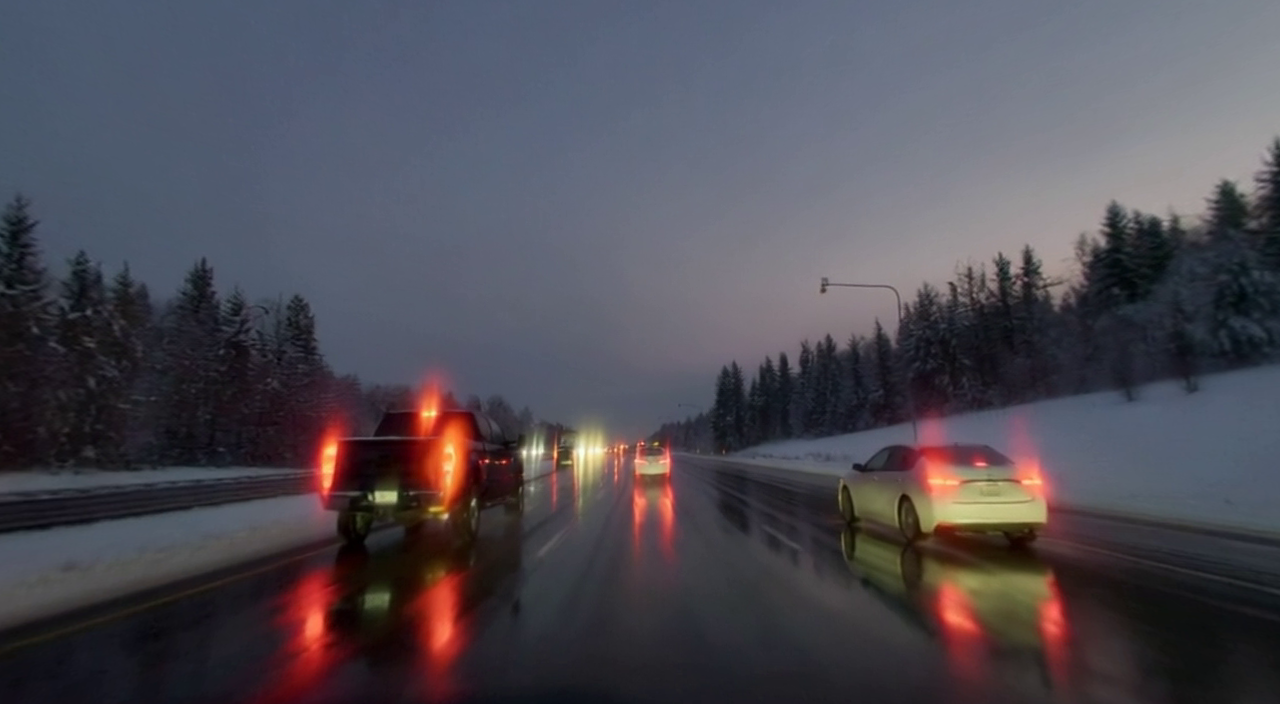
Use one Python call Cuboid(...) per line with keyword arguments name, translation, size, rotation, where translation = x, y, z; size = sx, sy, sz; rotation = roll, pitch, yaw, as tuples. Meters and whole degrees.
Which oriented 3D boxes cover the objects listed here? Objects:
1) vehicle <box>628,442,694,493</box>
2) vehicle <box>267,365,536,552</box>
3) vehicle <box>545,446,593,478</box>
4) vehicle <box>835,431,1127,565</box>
Cuboid(name="vehicle", translation=(0.606, 3.855, 21.330), size=(2.015, 1.526, 4.286), rotation=(0, -9, -1))
Cuboid(name="vehicle", translation=(-3.655, 1.863, 11.382), size=(2.523, 2.458, 6.022), rotation=(0, -9, 0))
Cuboid(name="vehicle", translation=(-3.561, 5.580, 32.149), size=(1.940, 1.502, 4.463), rotation=(0, -9, 0))
Cuboid(name="vehicle", translation=(4.533, 1.985, 9.228), size=(1.961, 1.491, 4.035), rotation=(0, -9, -1))
